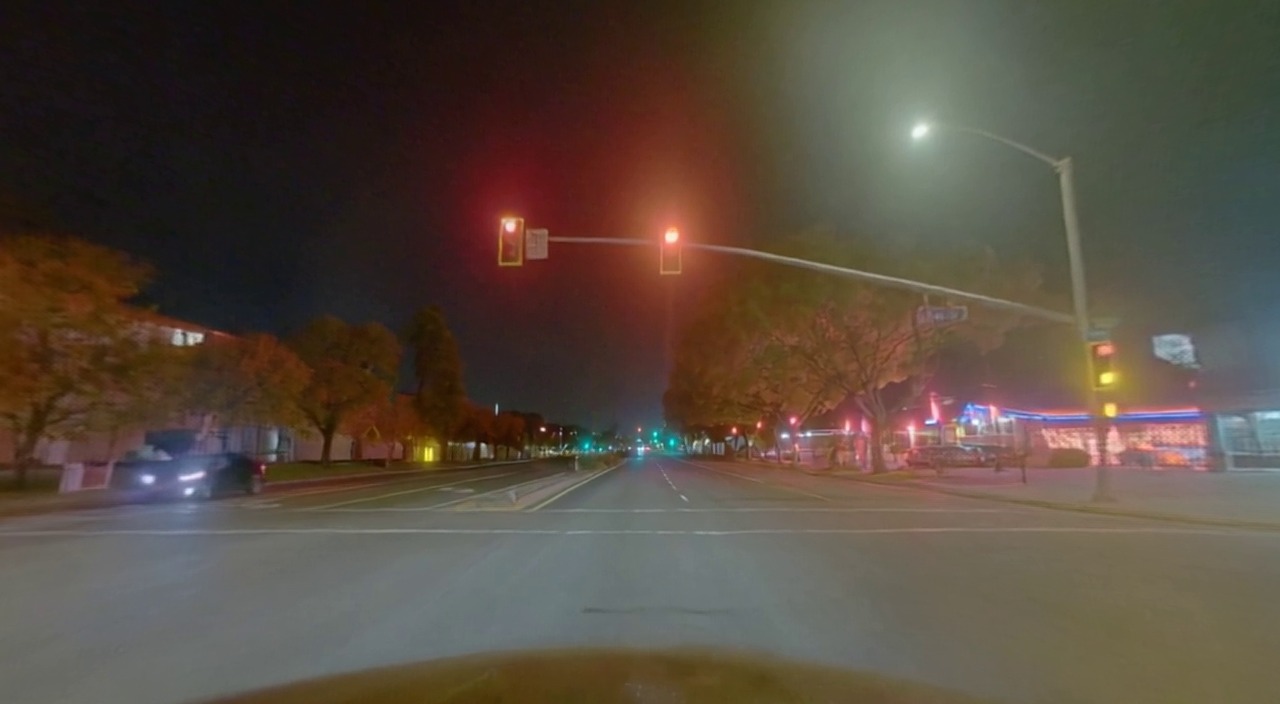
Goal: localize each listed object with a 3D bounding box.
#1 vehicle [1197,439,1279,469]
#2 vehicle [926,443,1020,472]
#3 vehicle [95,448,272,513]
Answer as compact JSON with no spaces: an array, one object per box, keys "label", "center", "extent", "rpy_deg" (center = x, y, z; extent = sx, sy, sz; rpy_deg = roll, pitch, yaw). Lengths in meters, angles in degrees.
[{"label":"vehicle","center":[33.441,5.486,34.185],"extent":[4.608,1.558,2.032],"rpy_deg":[0,-9,0]},{"label":"vehicle","center":[19.814,6.264,37.719],"extent":[4.468,1.635,2.017],"rpy_deg":[0,-9,-3]},{"label":"vehicle","center":[-12.934,3.612,18.332],"extent":[1.892,1.639,4.311],"rpy_deg":[0,-9,0]}]
